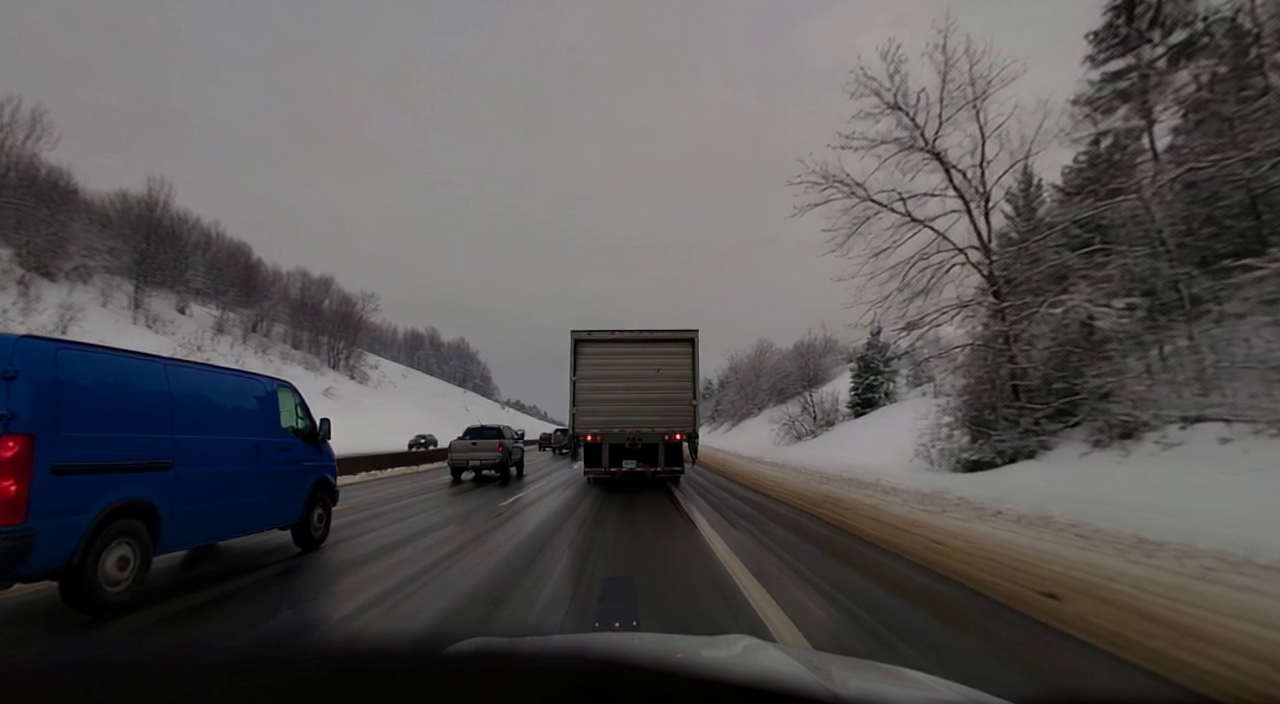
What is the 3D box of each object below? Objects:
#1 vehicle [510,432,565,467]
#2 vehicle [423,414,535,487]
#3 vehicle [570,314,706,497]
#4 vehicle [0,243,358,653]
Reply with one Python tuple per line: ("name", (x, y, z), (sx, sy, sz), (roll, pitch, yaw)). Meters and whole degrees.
("vehicle", (-4.831, 4.677, 30.343), (1.931, 1.539, 4.441), (0, -8, 0))
("vehicle", (-4.840, 3.029, 19.752), (2.168, 1.985, 4.952), (0, -8, 0))
("vehicle", (-0.180, 1.835, 18.938), (2.953, 4.041, 10.072), (0, -8, -2))
("vehicle", (-5.226, 0.890, 6.072), (2.478, 2.515, 5.438), (0, -8, -1))
